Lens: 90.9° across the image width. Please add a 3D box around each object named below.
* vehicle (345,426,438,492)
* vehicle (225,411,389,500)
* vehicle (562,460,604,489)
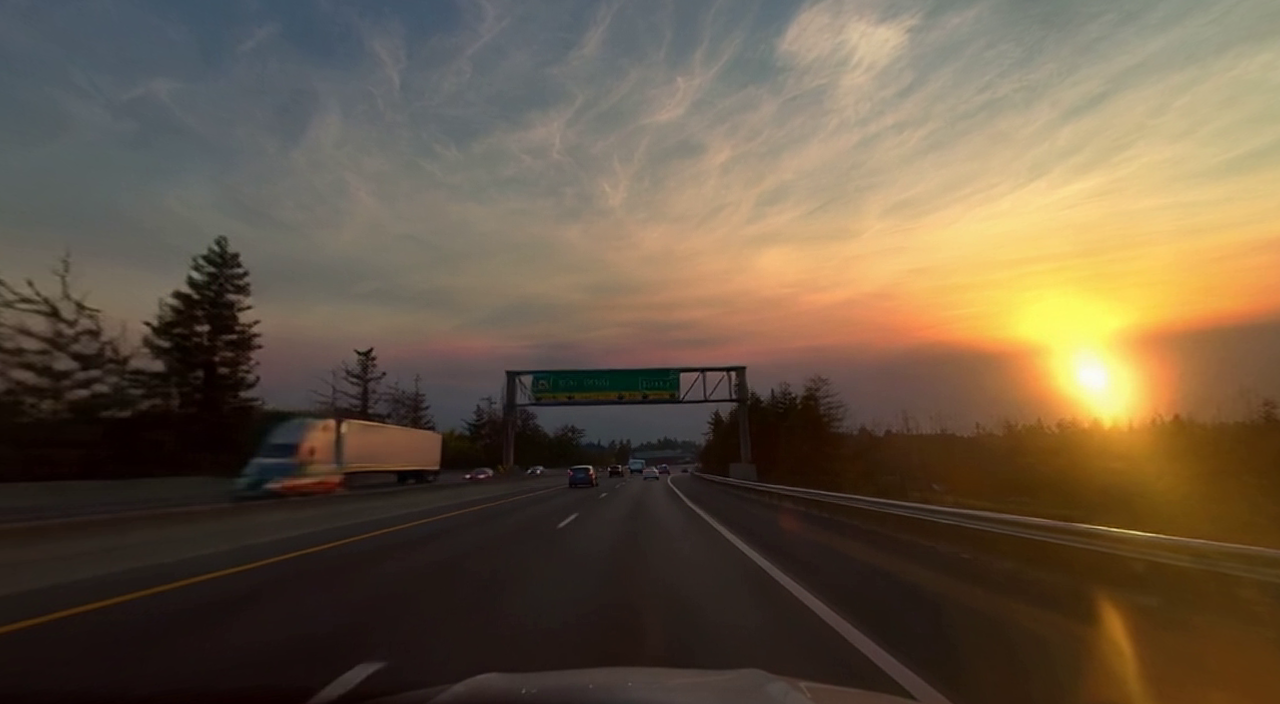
[{"bbox_3d":[-16.915,7.442,43.650,2.842,4.039,7.958,1,-11,2],"label":"vehicle"},{"bbox_3d":[-17.202,5.645,33.800,3.004,4.014,9.919,1,-11,2],"label":"vehicle"},{"bbox_3d":[-3.648,8.011,41.394,2.160,1.721,4.368,0,-11,2],"label":"vehicle"}]
